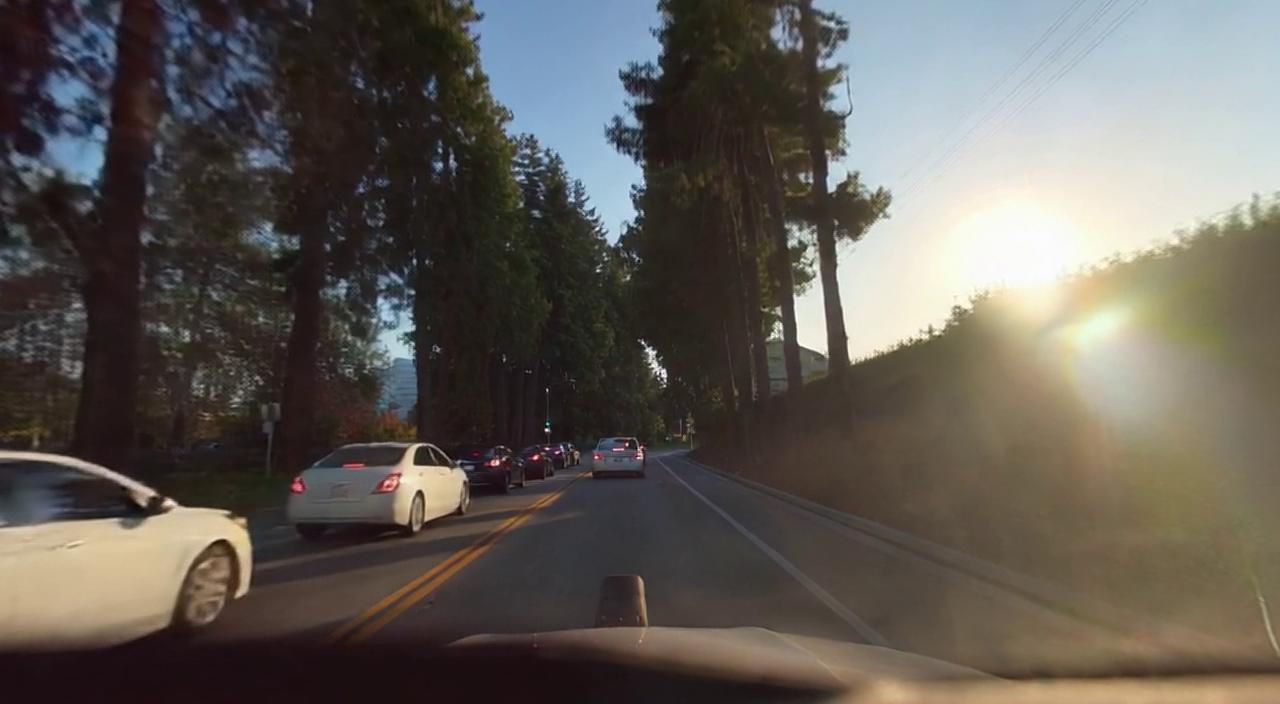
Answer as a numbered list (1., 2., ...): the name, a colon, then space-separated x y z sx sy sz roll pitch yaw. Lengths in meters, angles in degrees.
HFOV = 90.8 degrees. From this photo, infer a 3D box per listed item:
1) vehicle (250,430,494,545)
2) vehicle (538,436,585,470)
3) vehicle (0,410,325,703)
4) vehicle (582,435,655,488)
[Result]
1. vehicle: -4.017 2.101 10.576 1.968 1.459 4.734 0 -8 1
2. vehicle: -4.128 5.378 33.844 1.983 1.697 4.285 0 -8 0
3. vehicle: -3.692 1.046 3.121 2.030 1.452 4.312 0 -8 0
4. vehicle: -0.657 3.473 20.413 2.127 1.517 4.090 0 -8 -1
